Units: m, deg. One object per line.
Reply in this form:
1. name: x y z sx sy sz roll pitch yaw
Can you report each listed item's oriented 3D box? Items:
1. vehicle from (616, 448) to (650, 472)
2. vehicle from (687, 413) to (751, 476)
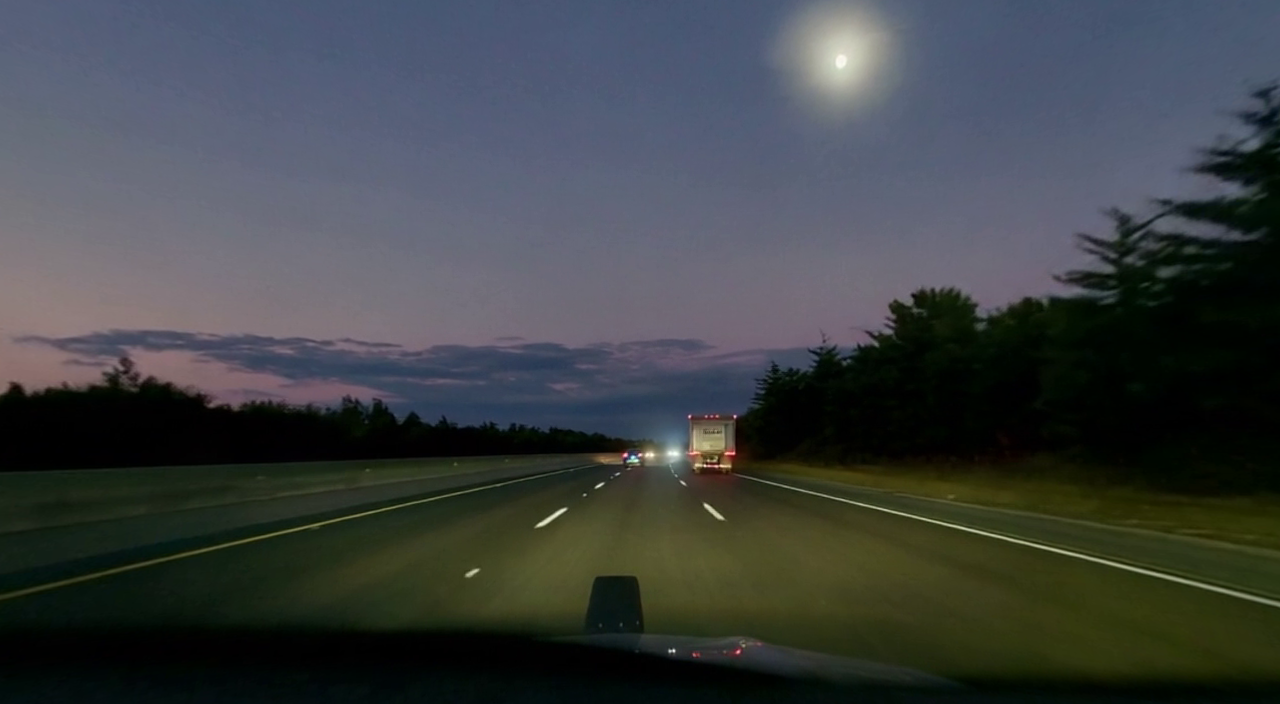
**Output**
1. vehicle: -0.456 8.067 47.315 2.297 1.683 4.385 0 -9 2
2. vehicle: 4.791 5.901 40.044 2.960 3.547 8.560 0 -9 0
